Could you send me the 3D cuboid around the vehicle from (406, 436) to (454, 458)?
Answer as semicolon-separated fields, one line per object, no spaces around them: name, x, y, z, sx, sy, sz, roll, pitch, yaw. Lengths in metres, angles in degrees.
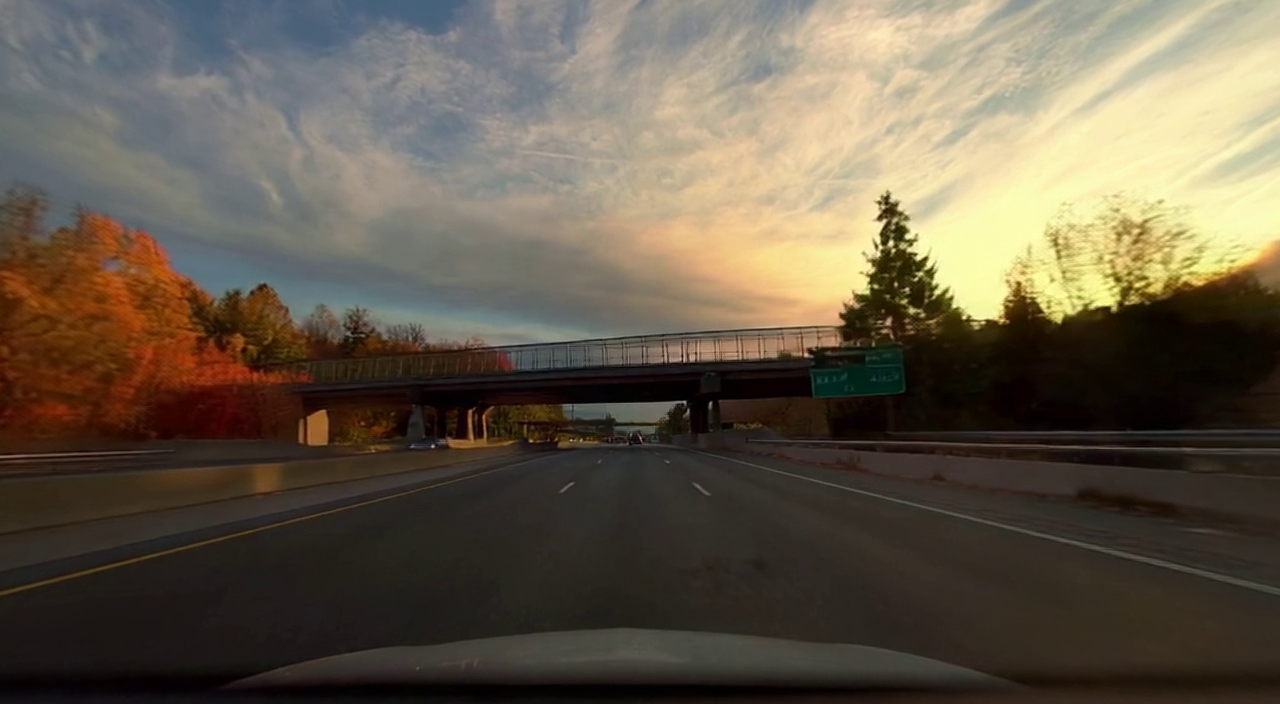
vehicle;-14.778;6.685;44.515;1.875;1.483;4.517;0;-8;-1
